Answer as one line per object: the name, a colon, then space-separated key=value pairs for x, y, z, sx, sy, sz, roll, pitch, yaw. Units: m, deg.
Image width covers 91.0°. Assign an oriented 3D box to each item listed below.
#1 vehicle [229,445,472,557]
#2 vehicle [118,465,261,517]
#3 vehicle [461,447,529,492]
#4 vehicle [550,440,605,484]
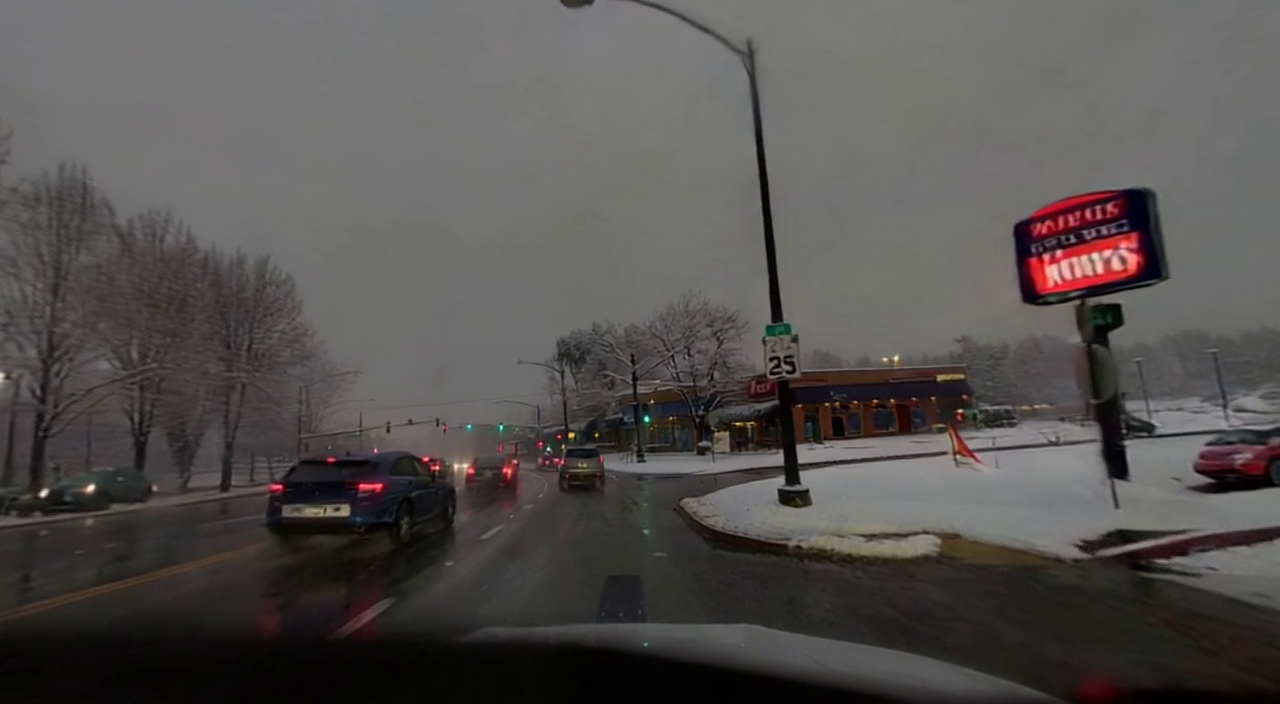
vehicle: x=-4.709 y=2.474 z=11.403 sx=2.090 sy=1.506 sz=5.326 roll=1 pitch=-9 yaw=-3
vehicle: x=-16.524 y=5.074 z=23.472 sx=1.968 sy=1.574 sz=4.683 roll=1 pitch=-9 yaw=-2
vehicle: x=-5.496 y=4.460 z=24.392 sx=1.974 sy=1.549 sz=4.603 roll=2 pitch=-9 yaw=-6
vehicle: x=-2.712 y=4.656 z=26.953 sx=2.144 sy=1.704 sz=4.028 roll=2 pitch=-9 yaw=-7
